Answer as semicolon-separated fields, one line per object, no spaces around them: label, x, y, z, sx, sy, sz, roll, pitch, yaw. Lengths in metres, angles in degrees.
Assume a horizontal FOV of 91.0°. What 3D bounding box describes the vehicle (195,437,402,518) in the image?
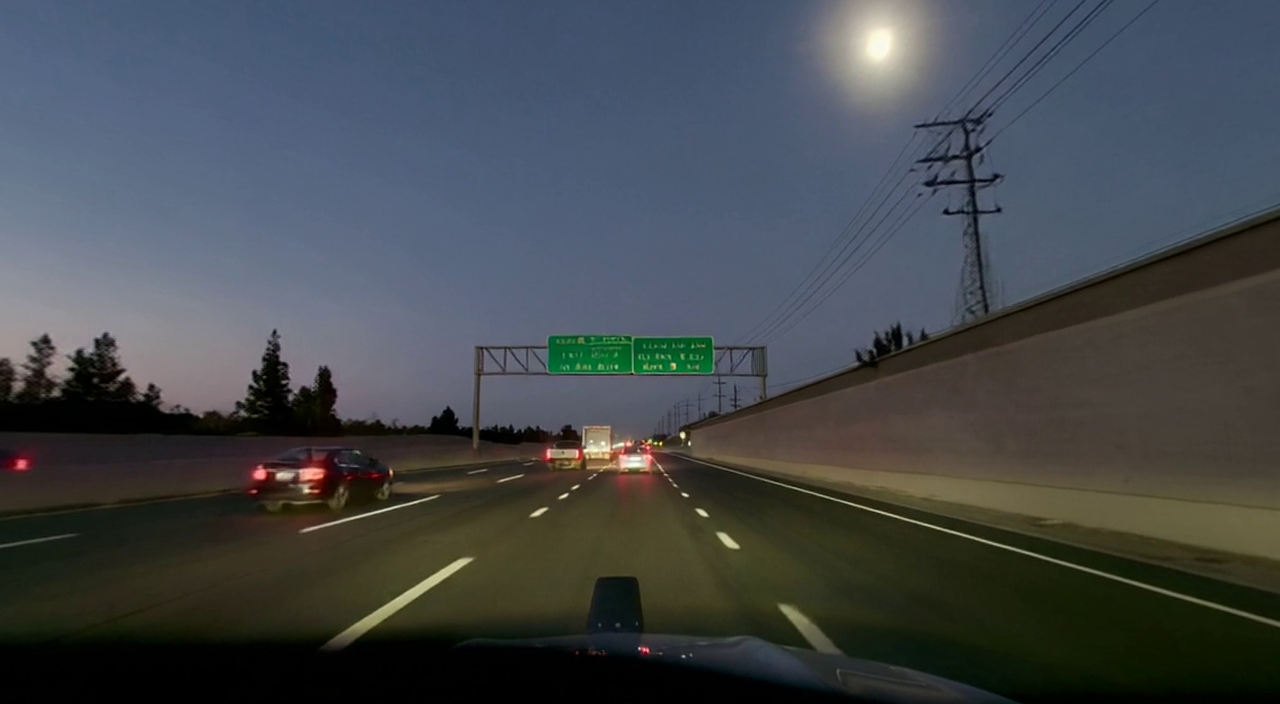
vehicle;-7.293;2.704;14.150;2.025;1.510;4.582;0;-9;1

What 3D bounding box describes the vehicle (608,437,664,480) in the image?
vehicle;-0.155;4.478;26.696;2.178;1.640;4.071;0;-9;0

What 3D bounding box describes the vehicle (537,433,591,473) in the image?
vehicle;-3.766;5.129;32.042;2.109;1.840;4.614;0;-9;1
